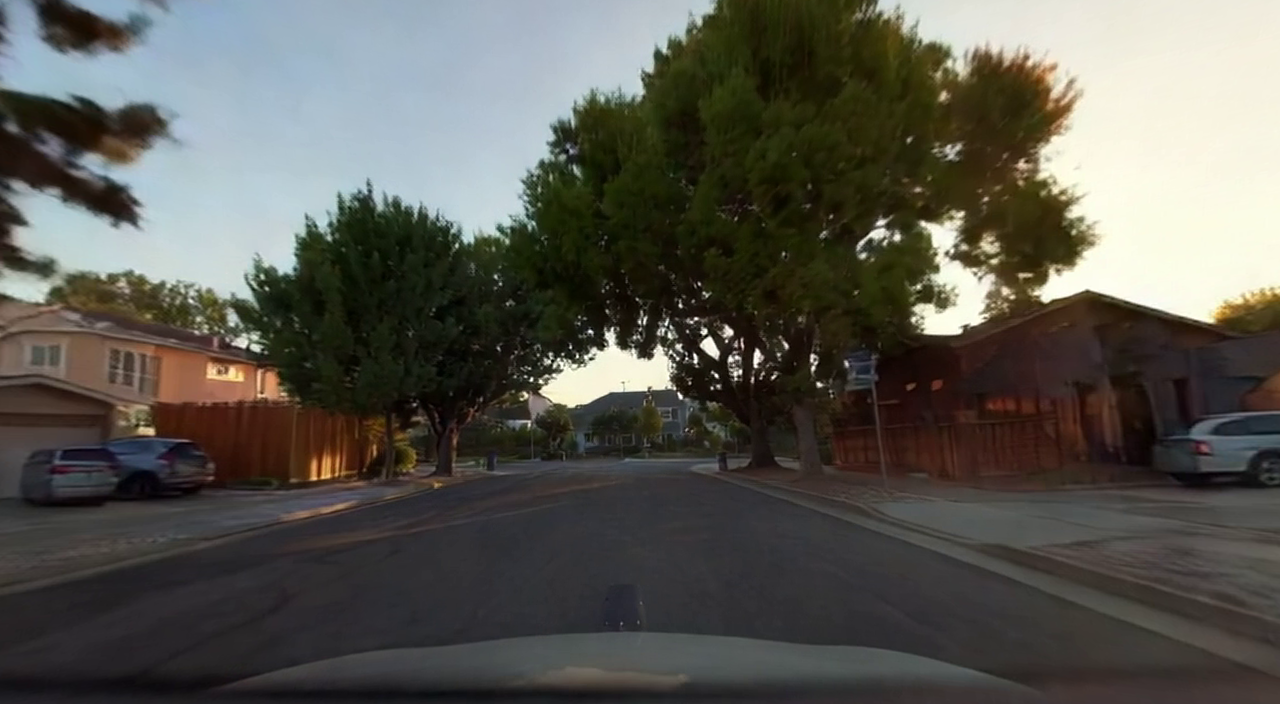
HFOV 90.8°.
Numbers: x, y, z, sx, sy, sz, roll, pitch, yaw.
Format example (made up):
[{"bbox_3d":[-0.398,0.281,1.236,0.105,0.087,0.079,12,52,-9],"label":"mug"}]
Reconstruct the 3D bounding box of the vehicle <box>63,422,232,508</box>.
[{"bbox_3d":[-12.411,2.768,15.849,4.656,1.835,2.039,-6,-11,37],"label":"vehicle"}]

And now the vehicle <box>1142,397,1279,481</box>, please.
[{"bbox_3d":[13.128,1.786,12.980,3.780,1.601,2.025,-2,-9,13],"label":"vehicle"}]
